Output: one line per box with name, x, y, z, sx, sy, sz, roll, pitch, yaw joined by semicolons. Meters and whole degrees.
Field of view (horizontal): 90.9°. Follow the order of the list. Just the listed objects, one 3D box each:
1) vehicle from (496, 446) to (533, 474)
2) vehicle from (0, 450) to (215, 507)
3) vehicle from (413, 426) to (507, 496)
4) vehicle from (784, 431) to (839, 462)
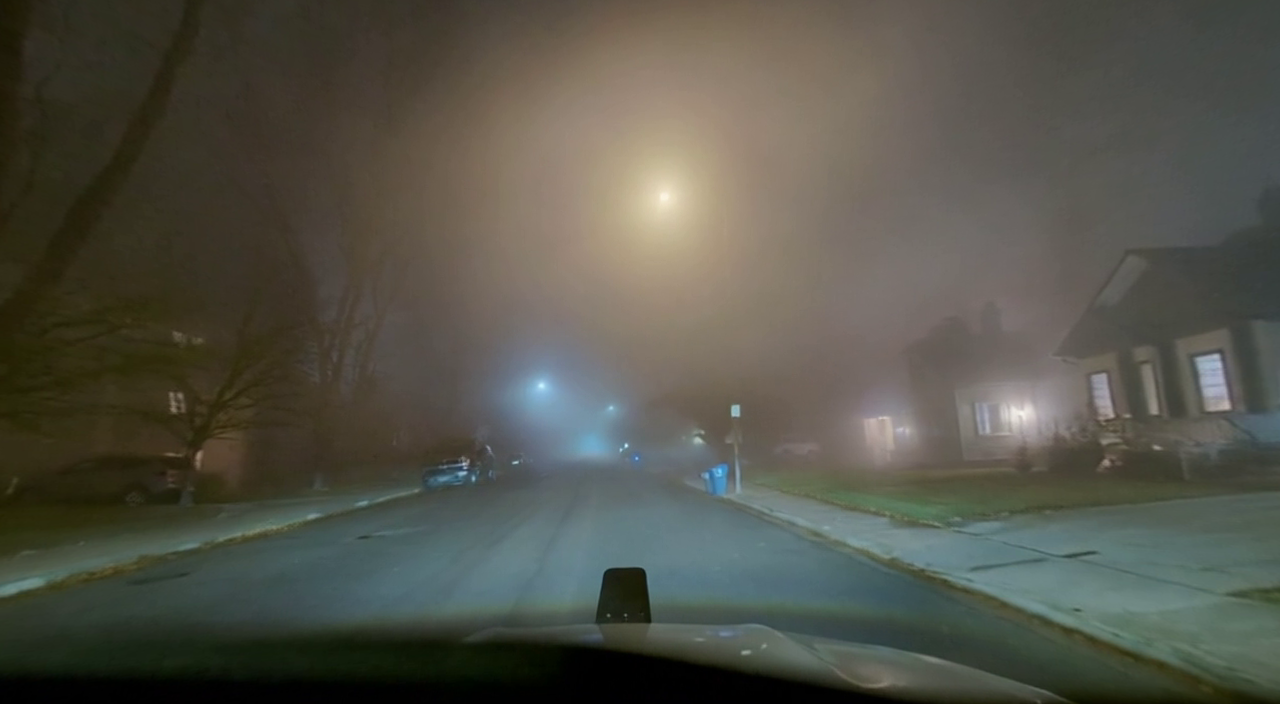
vehicle;-8.578;7.405;43.519;1.945;1.530;4.430;-4;-7;-5
vehicle;-15.762;3.760;18.858;4.617;1.491;1.953;-1;-10;-2
vehicle;-7.256;4.387;26.191;2.223;2.115;5.707;5;-4;-2
vehicle;10.945;6.014;40.529;1.936;1.687;4.714;-4;-7;-2
